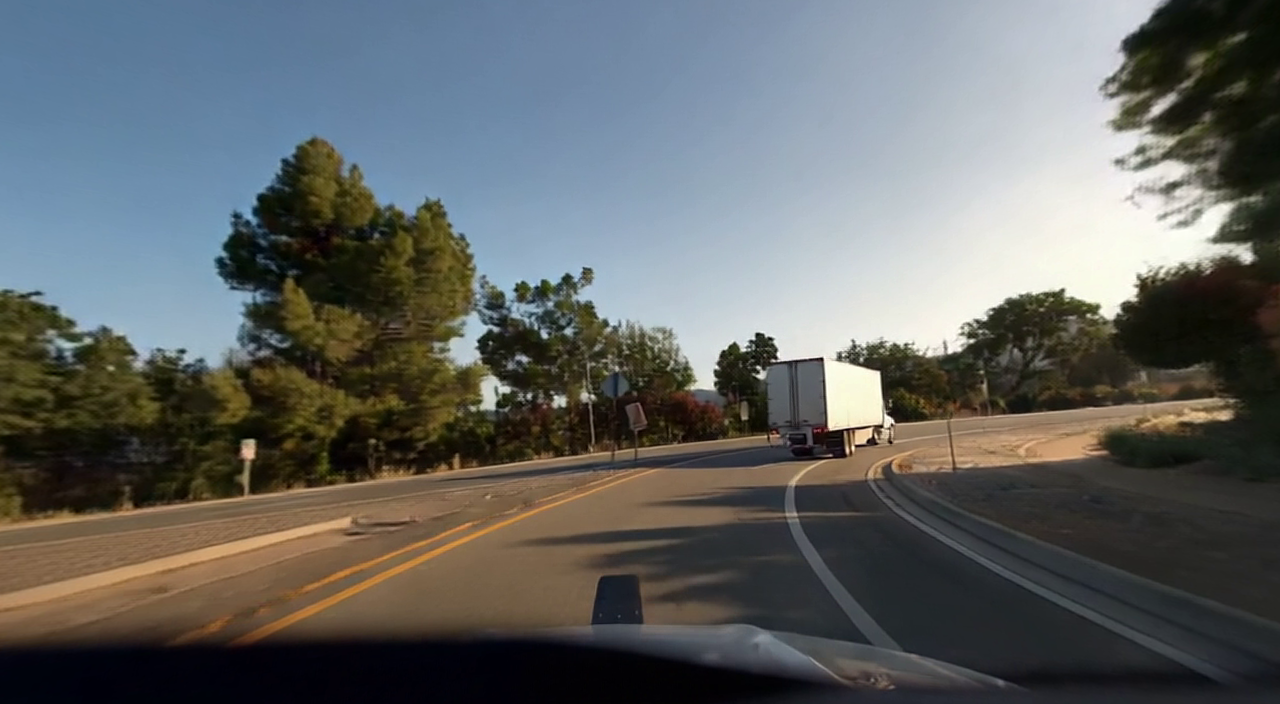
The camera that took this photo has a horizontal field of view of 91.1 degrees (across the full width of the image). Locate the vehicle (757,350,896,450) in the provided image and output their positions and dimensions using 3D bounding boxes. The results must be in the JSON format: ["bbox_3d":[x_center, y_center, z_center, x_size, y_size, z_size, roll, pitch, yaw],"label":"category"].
[{"bbox_3d":[8.839,2.479,28.554,2.837,3.712,10.484,-6,-10,34],"label":"vehicle"}]
